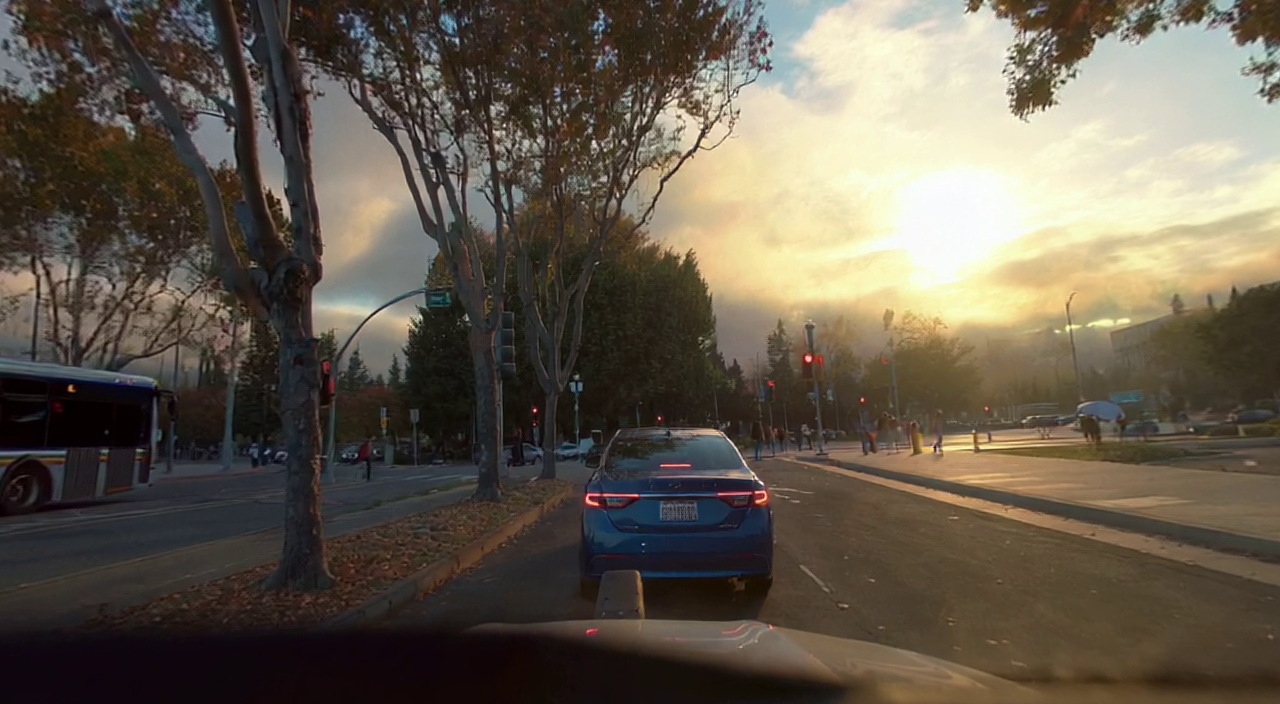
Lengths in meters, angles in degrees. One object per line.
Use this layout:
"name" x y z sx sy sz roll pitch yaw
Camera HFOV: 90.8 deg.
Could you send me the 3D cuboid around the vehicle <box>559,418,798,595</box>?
"vehicle" 0.366 1.613 7.387 2.035 1.499 3.799 0 -8 1
